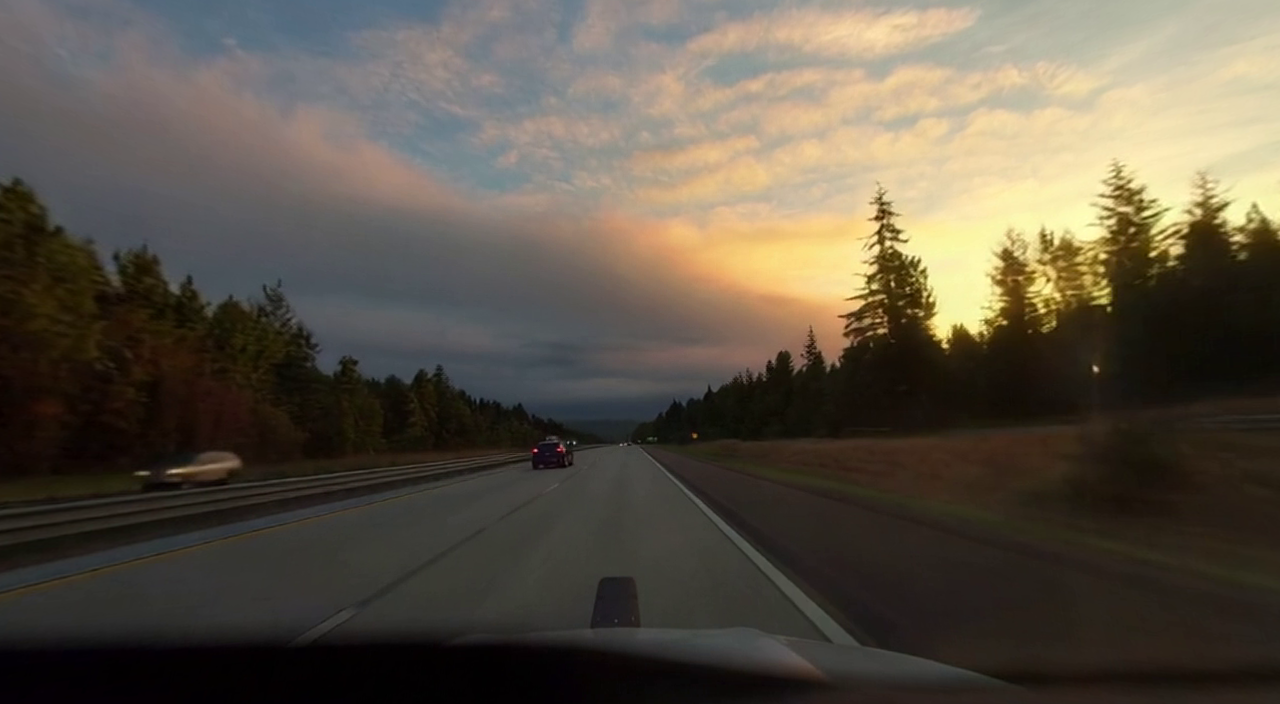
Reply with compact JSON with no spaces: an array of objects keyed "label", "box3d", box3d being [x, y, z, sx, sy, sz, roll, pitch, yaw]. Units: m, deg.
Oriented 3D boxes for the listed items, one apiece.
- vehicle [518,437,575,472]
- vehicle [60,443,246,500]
[{"label":"vehicle","box3d":[-4.574,5.090,31.552,2.202,1.587,4.754,-1,-8,-1]},{"label":"vehicle","box3d":[-17.014,4.146,22.537,2.207,1.701,5.672,-1,-8,-1]}]
